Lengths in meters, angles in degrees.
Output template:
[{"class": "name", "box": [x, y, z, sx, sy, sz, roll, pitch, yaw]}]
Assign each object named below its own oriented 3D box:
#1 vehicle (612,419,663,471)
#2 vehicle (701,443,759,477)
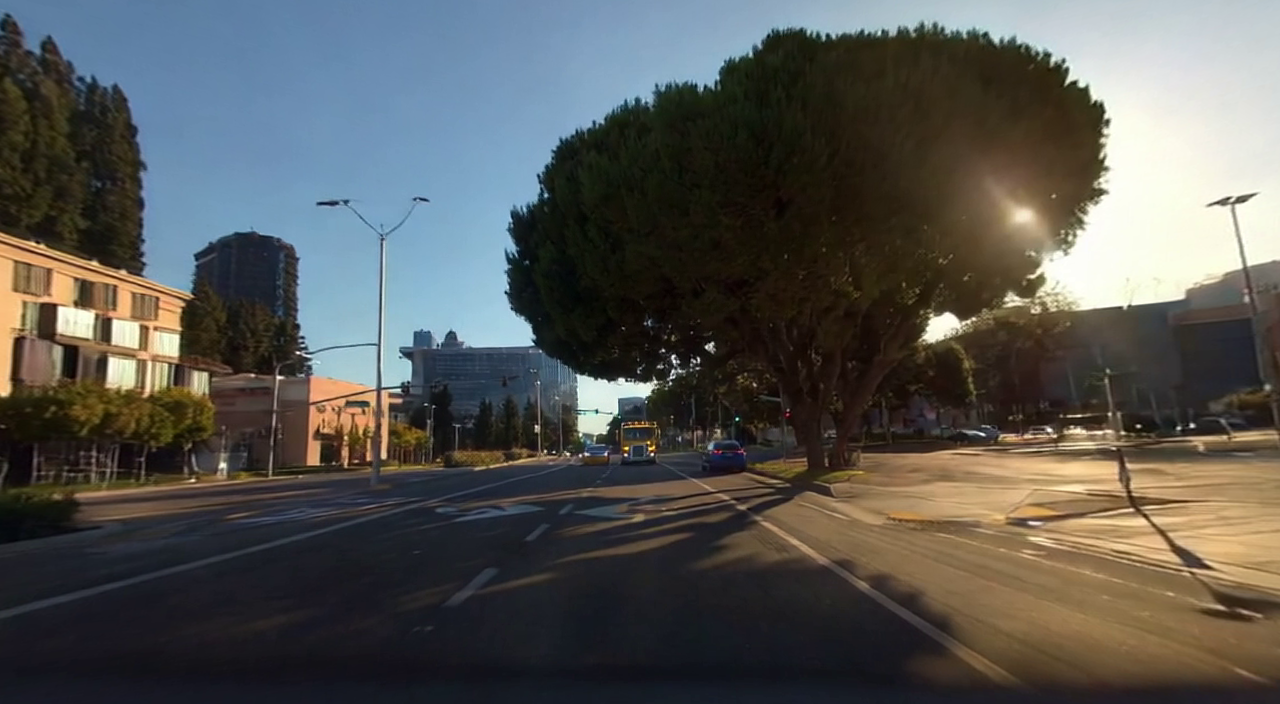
[{"class": "vehicle", "box": [-0.161, 5.672, 38.451, 2.833, 2.879, 6.572, 0, -8, 0]}, {"class": "vehicle", "box": [4.229, 5.140, 30.336, 2.005, 1.442, 4.675, 0, -8, -1]}]
